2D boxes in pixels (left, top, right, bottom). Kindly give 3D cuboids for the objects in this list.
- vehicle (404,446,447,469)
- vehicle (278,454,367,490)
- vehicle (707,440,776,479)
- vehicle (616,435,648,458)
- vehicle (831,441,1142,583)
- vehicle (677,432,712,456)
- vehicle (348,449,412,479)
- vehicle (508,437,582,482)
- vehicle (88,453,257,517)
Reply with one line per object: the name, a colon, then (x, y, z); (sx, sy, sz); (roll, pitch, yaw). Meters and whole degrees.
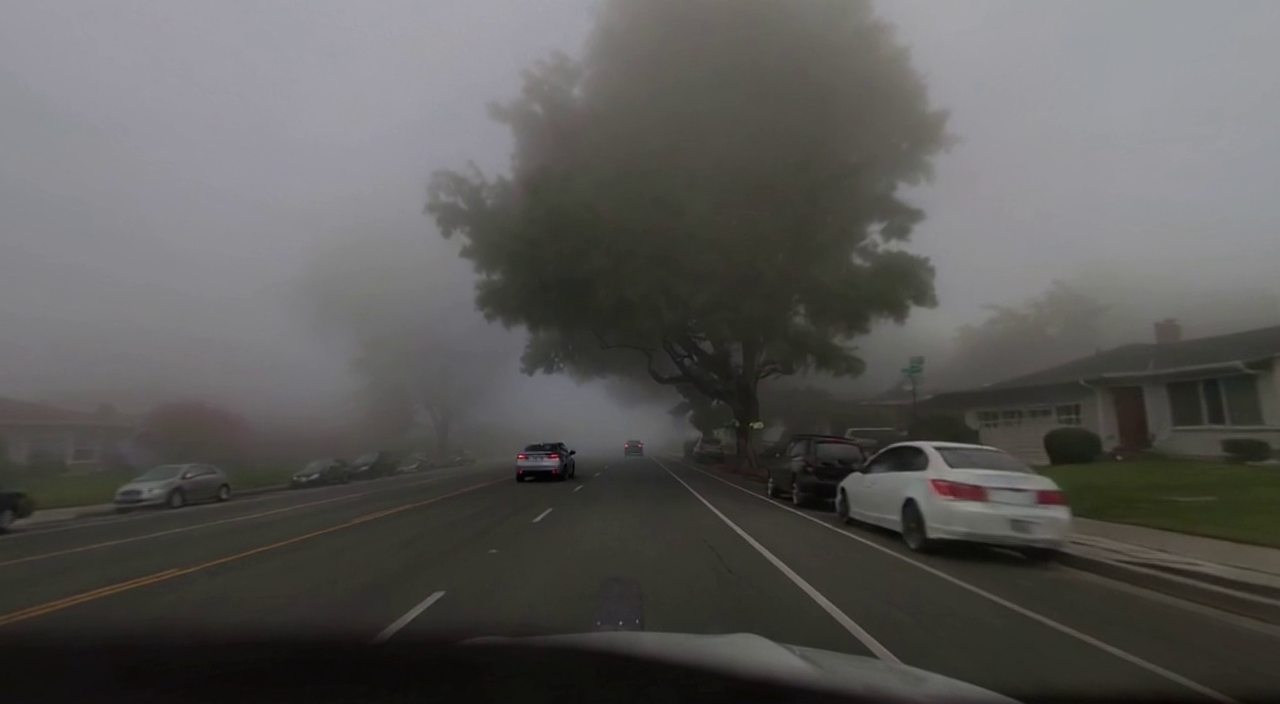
vehicle: (-14.822, 7.309, 43.815); (1.703, 1.486, 3.862); (0, -8, -1)
vehicle: (-14.699, 5.544, 29.581); (1.827, 1.480, 4.738); (0, -8, -1)
vehicle: (4.175, 4.522, 26.854); (1.928, 1.479, 5.069); (0, -8, -2)
vehicle: (-0.516, 6.521, 43.478); (2.088, 1.495, 4.048); (0, -8, 0)
vehicle: (4.280, 1.995, 8.825); (1.890, 1.459, 4.371); (0, -8, 1)
vehicle: (4.165, 7.103, 48.719); (2.139, 1.794, 4.743); (0, -8, -2)
vehicle: (-14.673, 6.316, 35.955); (1.830, 1.511, 4.734); (0, -8, -2)
vehicle: (-3.387, 3.943, 23.429); (2.027, 1.477, 4.413); (0, -8, 1)
vehicle: (-14.700, 4.156, 20.292); (1.914, 1.747, 4.550); (0, -8, 0)
